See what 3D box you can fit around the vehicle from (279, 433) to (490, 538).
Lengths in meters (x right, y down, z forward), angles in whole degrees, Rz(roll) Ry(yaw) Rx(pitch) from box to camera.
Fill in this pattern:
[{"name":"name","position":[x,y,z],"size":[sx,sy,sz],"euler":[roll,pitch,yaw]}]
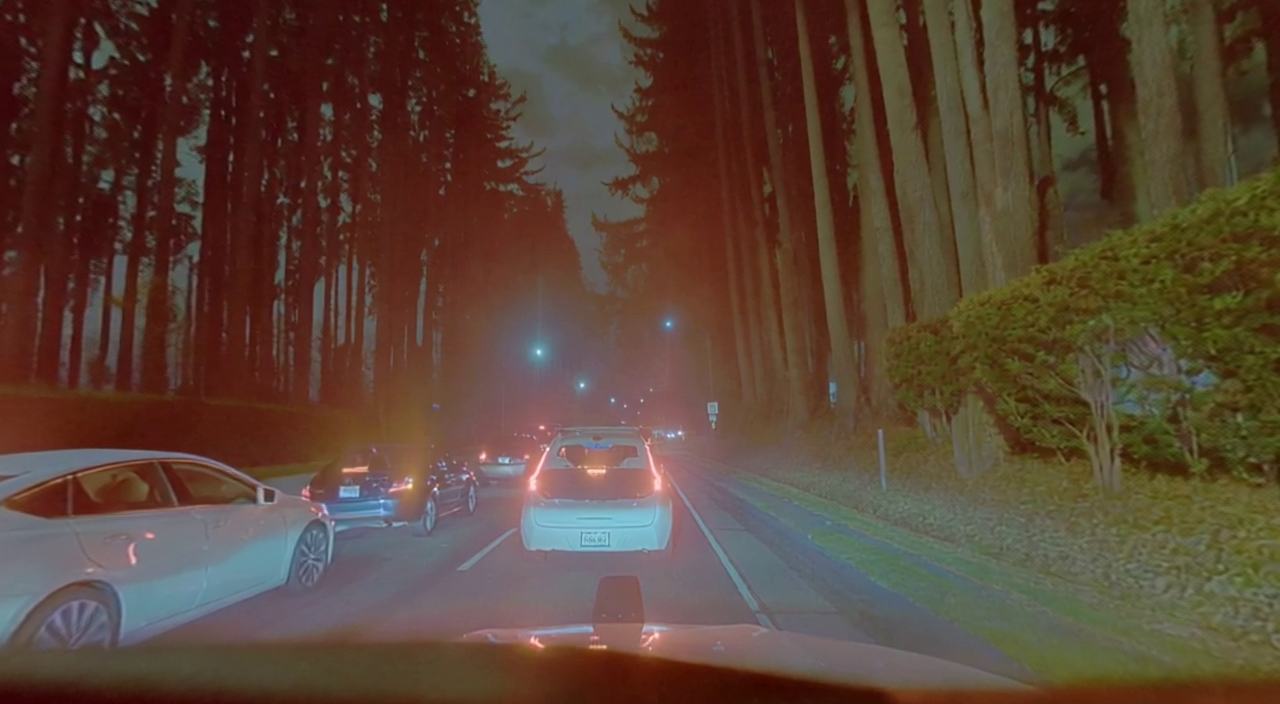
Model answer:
[{"name":"vehicle","position":[-4.257,2.276,11.471],"size":[1.898,1.503,4.453],"euler":[0,-8,1]}]

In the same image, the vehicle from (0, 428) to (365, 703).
[{"name":"vehicle","position":[-3.810,1.289,4.469],"size":[1.784,1.408,4.141],"euler":[0,-8,1]}]

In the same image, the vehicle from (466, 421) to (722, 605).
[{"name":"vehicle","position":[-0.417,1.645,7.393],"size":[2.127,1.517,4.090],"euler":[0,-8,-1]}]
